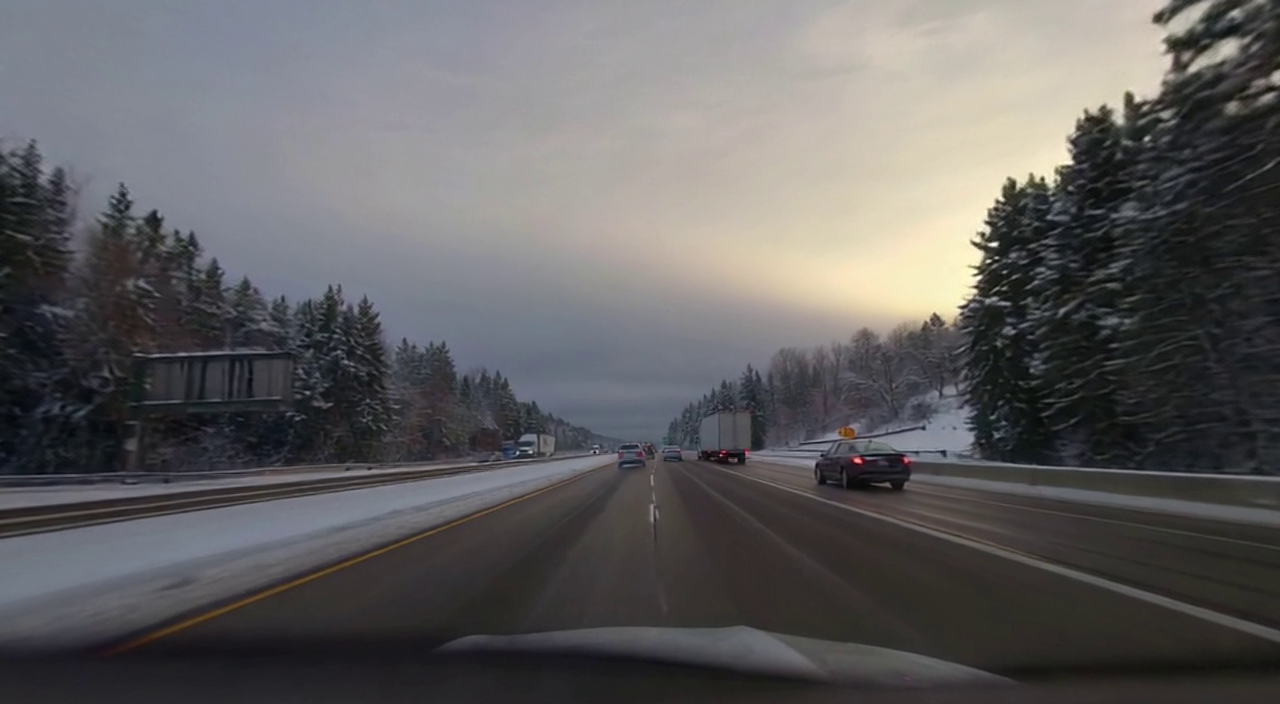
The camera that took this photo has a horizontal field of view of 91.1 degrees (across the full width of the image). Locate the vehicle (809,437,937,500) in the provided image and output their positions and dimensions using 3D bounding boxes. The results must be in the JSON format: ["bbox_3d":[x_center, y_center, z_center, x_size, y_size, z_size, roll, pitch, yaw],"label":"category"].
[{"bbox_3d":[6.755,3.422,18.872,2.011,1.638,4.737,0,-9,0],"label":"vehicle"}]

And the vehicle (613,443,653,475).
[{"bbox_3d":[-0.344,6.113,36.165,2.114,1.706,4.106,0,-9,1],"label":"vehicle"}]
